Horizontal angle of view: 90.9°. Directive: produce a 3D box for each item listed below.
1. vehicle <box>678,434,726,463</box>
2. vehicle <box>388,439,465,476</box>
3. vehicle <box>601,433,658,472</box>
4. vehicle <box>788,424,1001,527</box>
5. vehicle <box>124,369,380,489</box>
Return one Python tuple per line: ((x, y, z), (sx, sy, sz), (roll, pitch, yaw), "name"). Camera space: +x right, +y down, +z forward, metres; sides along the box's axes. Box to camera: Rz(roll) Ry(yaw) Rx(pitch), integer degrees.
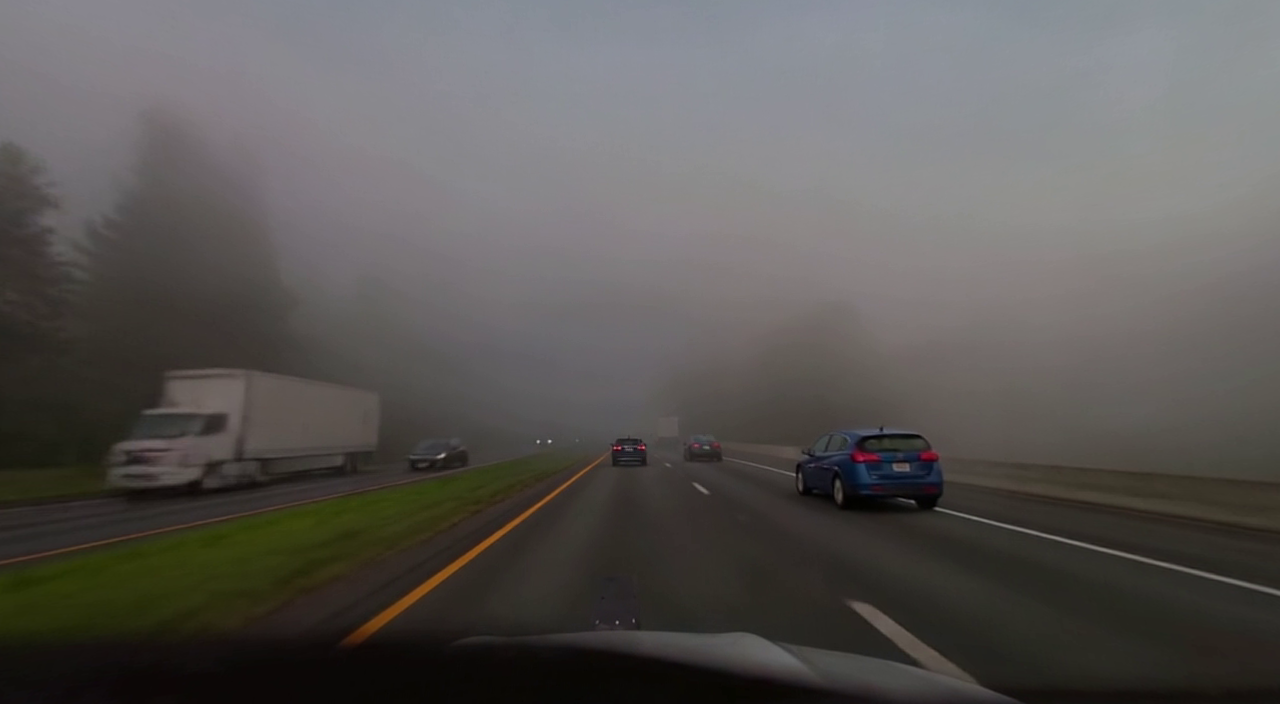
((3.250, 5.167, 34.006), (2.004, 1.469, 4.472), (0, -8, -2), "vehicle")
((-9.385, 4.631, 28.047), (1.982, 1.455, 4.161), (0, -7, 0), "vehicle")
((-0.457, 4.060, 25.752), (2.143, 1.466, 3.693), (0, -7, -2), "vehicle")
((4.305, 2.124, 11.566), (2.066, 1.526, 4.216), (0, -7, -1), "vehicle")
((-14.377, 3.125, 25.366), (3.122, 3.682, 11.678), (1, -7, -1), "vehicle")
